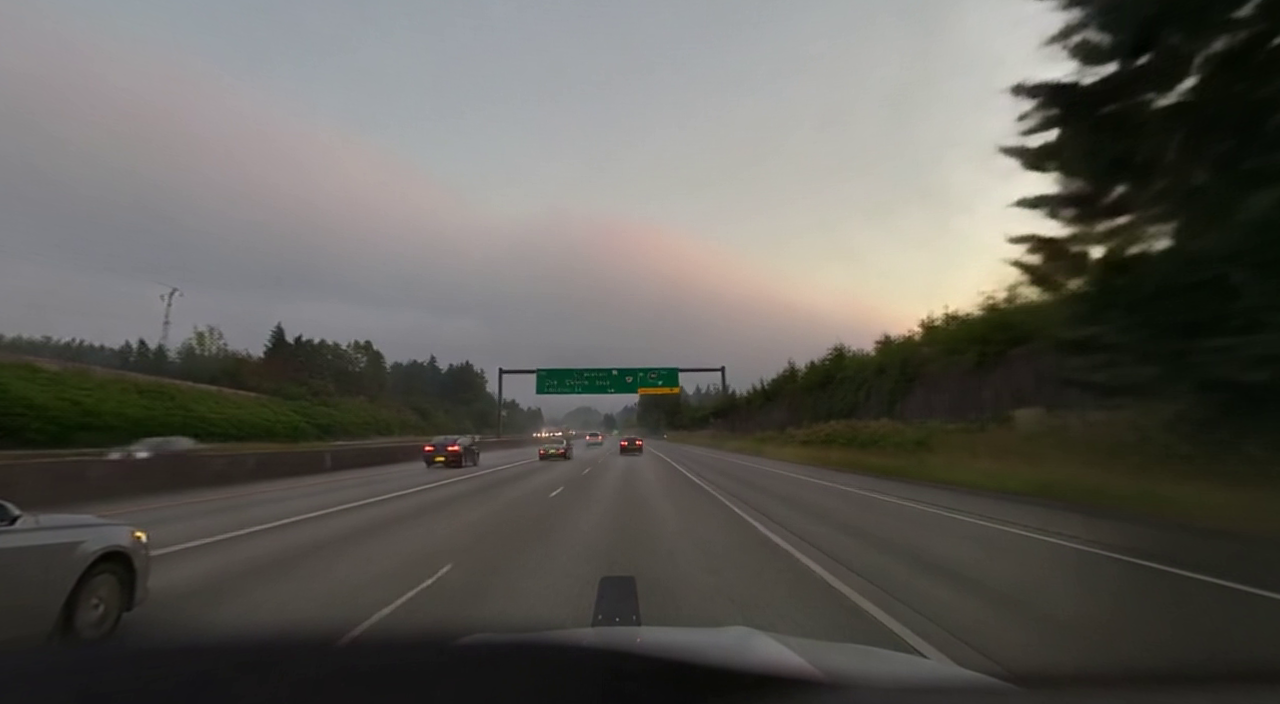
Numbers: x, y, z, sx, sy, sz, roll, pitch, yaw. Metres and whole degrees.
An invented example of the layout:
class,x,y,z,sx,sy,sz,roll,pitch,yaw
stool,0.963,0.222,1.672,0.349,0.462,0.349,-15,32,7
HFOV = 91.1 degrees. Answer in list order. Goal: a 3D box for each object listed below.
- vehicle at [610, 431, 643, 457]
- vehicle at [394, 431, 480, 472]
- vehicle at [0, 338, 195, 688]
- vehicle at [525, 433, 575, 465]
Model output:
class,x,y,z,sx,sy,sz,roll,pitch,yaw
vehicle,-0.839,5.888,40.397,2.002,1.611,3.778,0,-8,0
vehicle,-8.290,4.087,26.204,1.953,1.524,4.863,0,-8,0
vehicle,-4.337,0.742,2.479,1.971,1.822,4.366,0,-8,-1
vehicle,-4.448,4.843,31.657,1.909,1.445,4.087,0,-7,0
